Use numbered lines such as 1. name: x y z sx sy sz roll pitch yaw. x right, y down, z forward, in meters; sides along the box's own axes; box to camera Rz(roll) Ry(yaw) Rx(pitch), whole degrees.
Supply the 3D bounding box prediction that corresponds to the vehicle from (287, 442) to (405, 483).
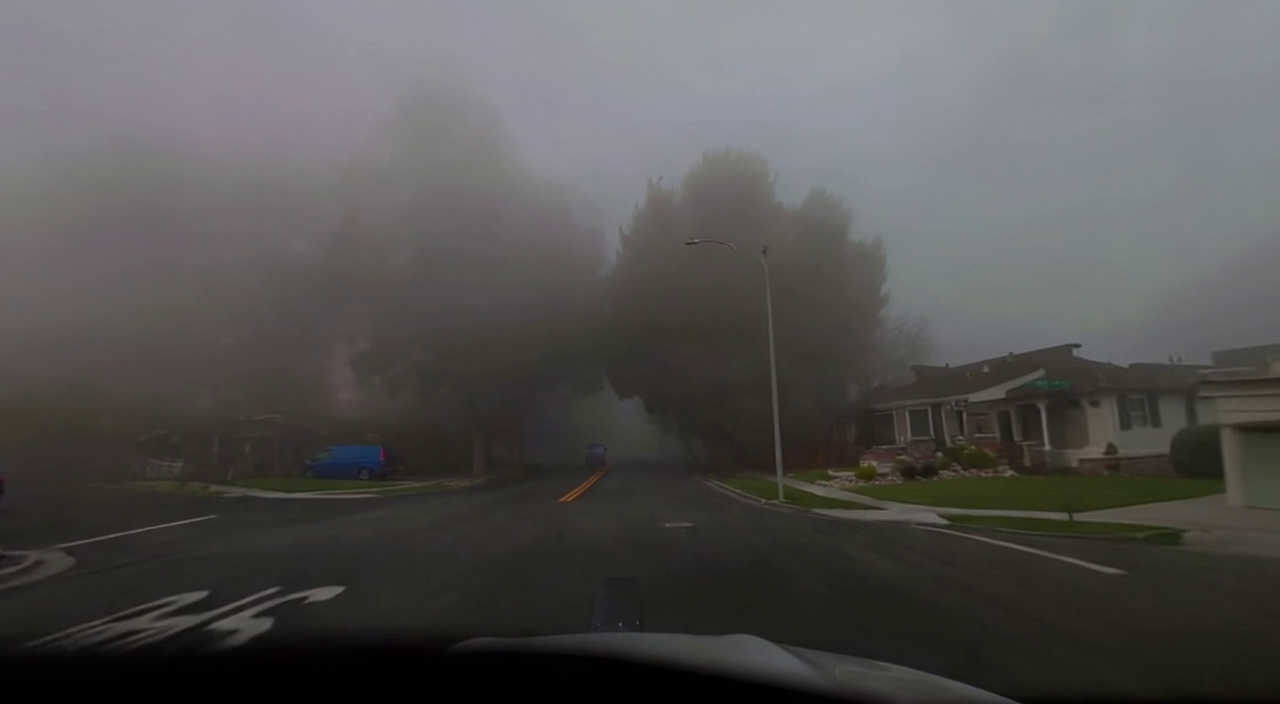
1. vehicle: -14.427 5.419 31.300 2.145 1.839 4.837 -6 -10 33
